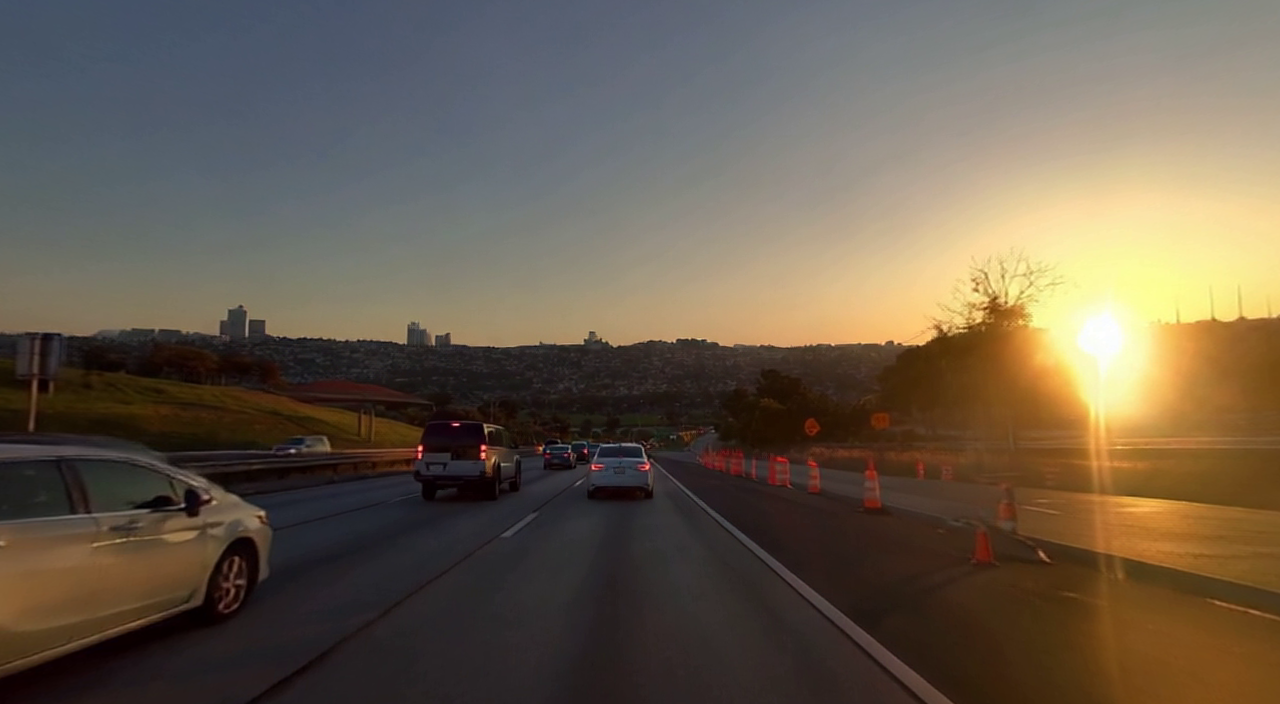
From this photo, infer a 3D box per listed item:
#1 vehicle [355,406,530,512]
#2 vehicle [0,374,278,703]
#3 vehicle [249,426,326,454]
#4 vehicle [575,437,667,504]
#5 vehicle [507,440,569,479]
[{"bbox_3d":[-4.293,2.489,15.063,2.324,2.012,5.740,0,-9,0],"label":"vehicle"},{"bbox_3d":[-3.958,0.905,2.828,2.041,1.604,4.384,0,-9,0],"label":"vehicle"},{"bbox_3d":[-25.090,6.358,45.279,2.263,1.874,5.613,0,-9,-1],"label":"vehicle"},{"bbox_3d":[-0.464,2.973,16.298,2.069,1.484,3.918,0,-9,-1],"label":"vehicle"},{"bbox_3d":[-4.056,4.353,25.822,1.824,1.459,4.007,0,-9,1],"label":"vehicle"}]
